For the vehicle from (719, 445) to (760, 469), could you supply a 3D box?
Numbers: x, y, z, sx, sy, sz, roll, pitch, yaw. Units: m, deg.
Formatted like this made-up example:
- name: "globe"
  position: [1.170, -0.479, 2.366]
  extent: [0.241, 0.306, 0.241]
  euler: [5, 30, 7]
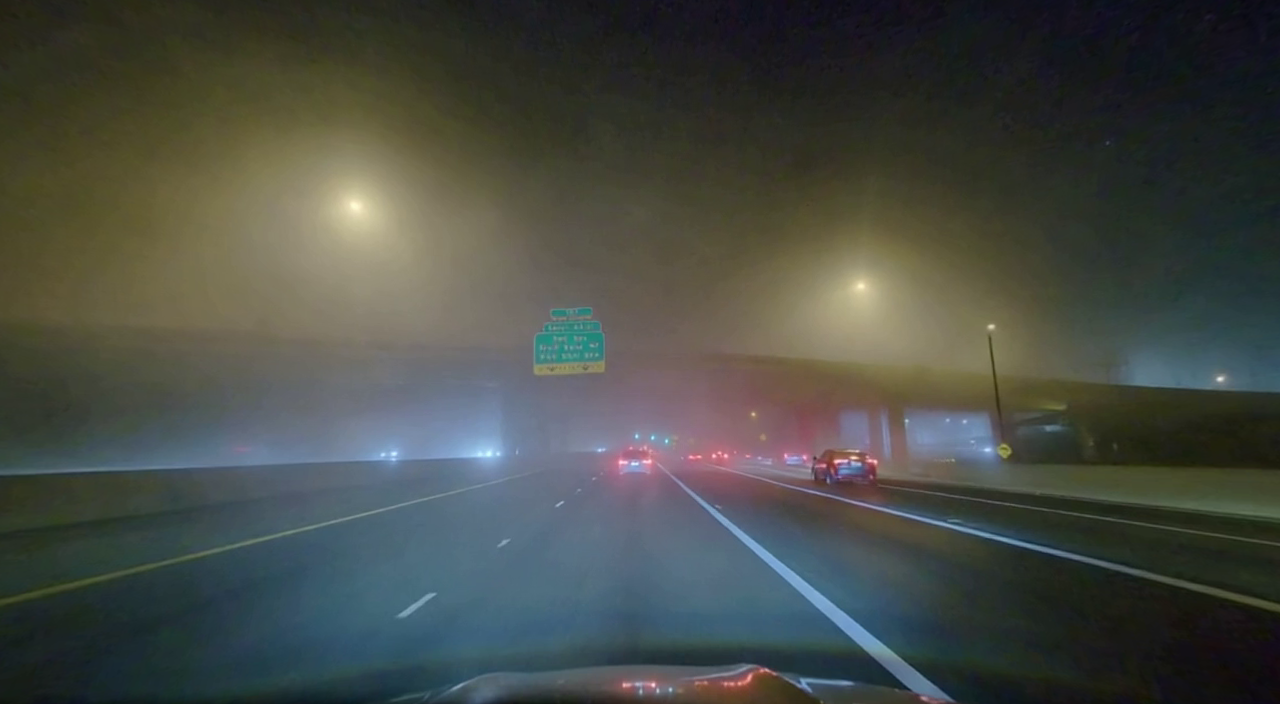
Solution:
- name: "vehicle"
  position: [7.000, 7.424, 44.925]
  extent: [2.075, 1.611, 4.421]
  euler: [0, -8, -1]

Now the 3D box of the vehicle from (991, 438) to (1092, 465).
- name: "vehicle"
  position: [23.677, 5.880, 37.518]
  extent: [1.821, 1.479, 5.004]
  euler: [3, -9, -18]
